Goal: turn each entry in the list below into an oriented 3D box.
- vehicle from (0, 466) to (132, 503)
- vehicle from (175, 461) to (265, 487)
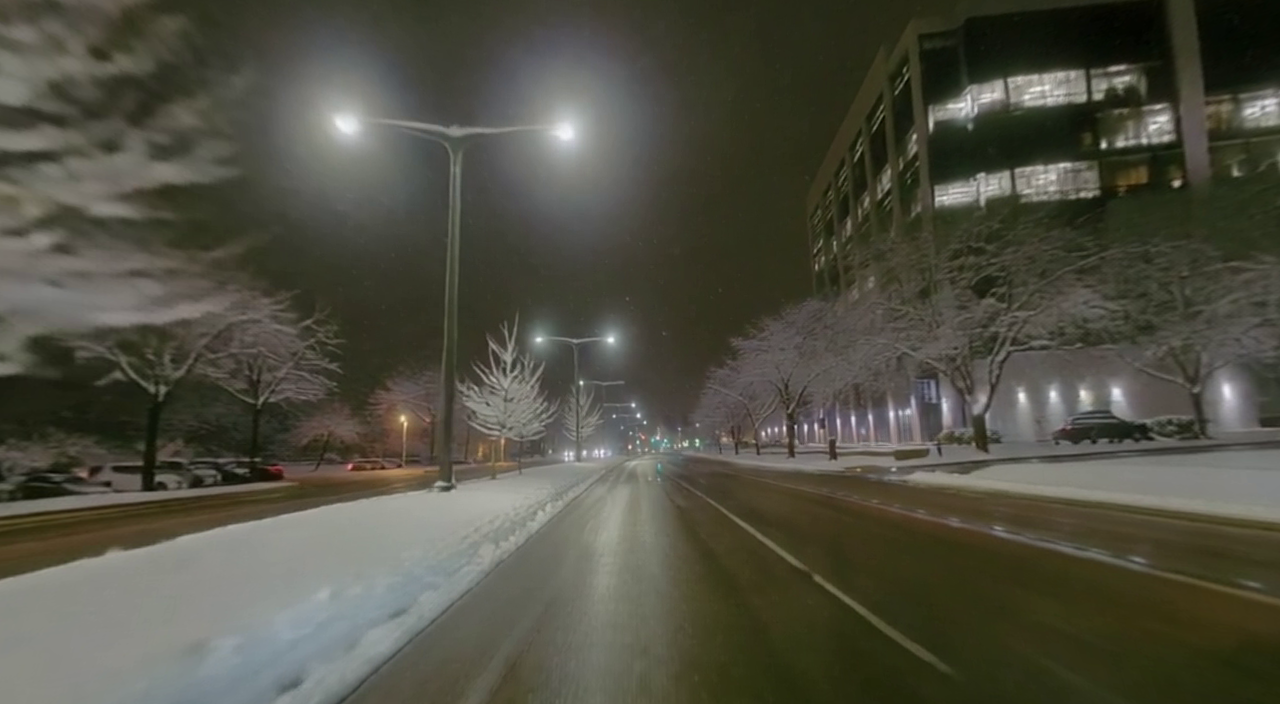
[{"bbox_3d":[-26.174,5.947,28.538,4.617,1.434,1.972,4,-10,-29],"label":"vehicle"},{"bbox_3d":[-26.510,7.702,40.064,4.405,1.469,2.047,4,-10,-25],"label":"vehicle"}]
